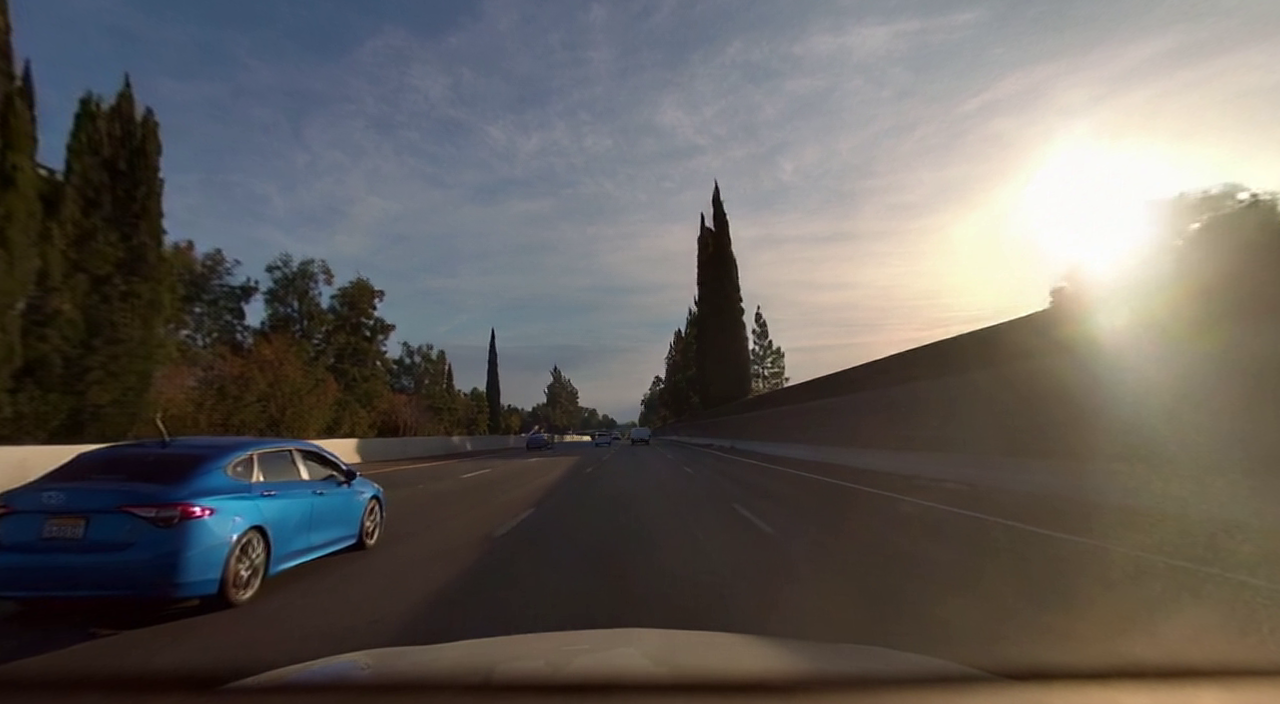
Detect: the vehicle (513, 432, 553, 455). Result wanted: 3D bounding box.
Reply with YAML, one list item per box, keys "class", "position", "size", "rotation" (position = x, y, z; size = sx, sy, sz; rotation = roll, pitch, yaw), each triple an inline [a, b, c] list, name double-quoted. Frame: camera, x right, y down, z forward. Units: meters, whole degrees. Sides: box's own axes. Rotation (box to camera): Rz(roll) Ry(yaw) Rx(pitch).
- class: "vehicle"
  position: [-7.912, 6.781, 46.844]
  size: [2.053, 1.582, 4.878]
  rotation: [0, -8, 1]

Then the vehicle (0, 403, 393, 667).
- class: "vehicle"
  position: [-4.071, 1.313, 5.613]
  size: [2.079, 1.500, 3.881]
  rotation: [0, -8, 1]
